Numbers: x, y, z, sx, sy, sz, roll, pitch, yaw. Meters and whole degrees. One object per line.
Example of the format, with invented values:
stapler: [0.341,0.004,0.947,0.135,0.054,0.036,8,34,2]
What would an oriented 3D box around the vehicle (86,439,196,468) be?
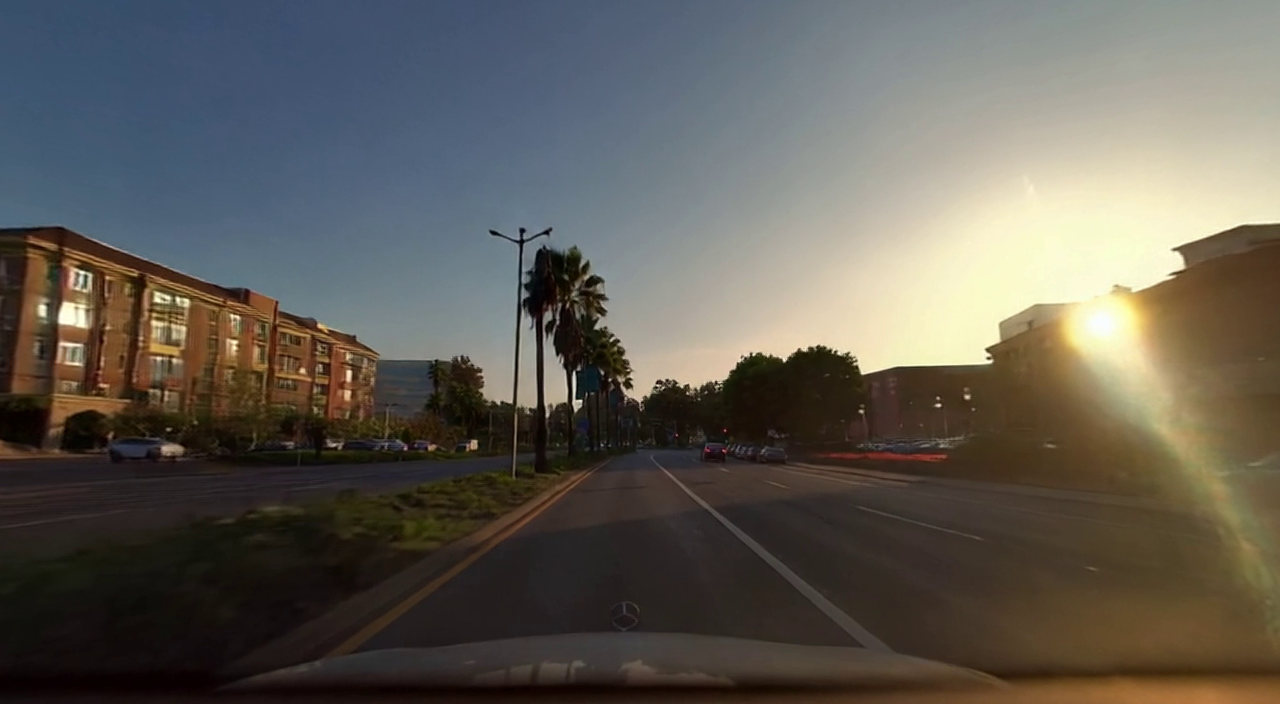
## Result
vehicle: [-36.074,7.365,45.672,5.711,2.003,2.550,0,-8,-1]
